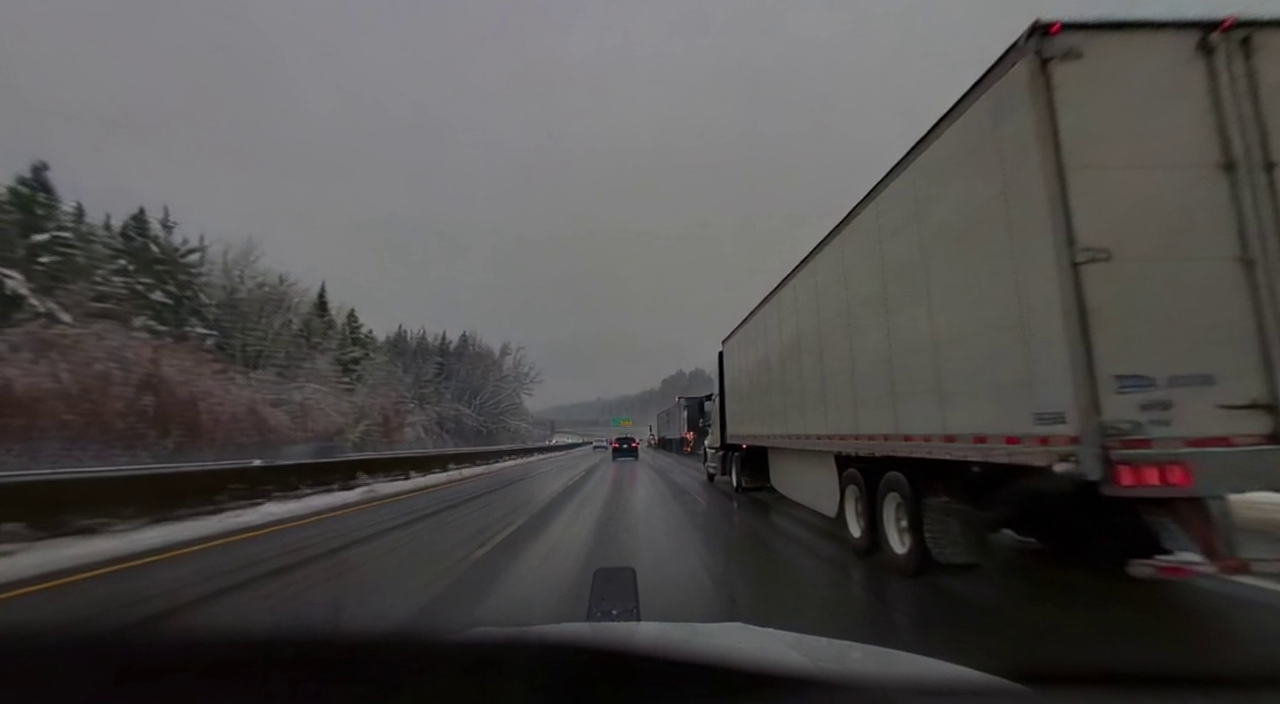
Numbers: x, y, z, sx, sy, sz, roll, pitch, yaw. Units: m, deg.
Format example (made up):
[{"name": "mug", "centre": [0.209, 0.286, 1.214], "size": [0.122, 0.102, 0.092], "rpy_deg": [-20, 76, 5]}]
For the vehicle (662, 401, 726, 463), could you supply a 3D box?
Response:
[{"name": "vehicle", "centre": [3.395, 5.537, 42.864], "size": [2.947, 3.657, 11.192], "rpy_deg": [0, -8, -2]}]

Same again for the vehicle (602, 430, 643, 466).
[{"name": "vehicle", "centre": [-1.007, 5.486, 36.099], "size": [2.211, 1.933, 4.315], "rpy_deg": [0, -8, -2]}]

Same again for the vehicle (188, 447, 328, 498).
[{"name": "vehicle", "centre": [-12.744, 3.991, 21.412], "size": [1.868, 1.481, 4.707], "rpy_deg": [0, -8, -1]}]

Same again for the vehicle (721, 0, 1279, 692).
[{"name": "vehicle", "centre": [4.007, 0.745, 10.725], "size": [3.005, 4.121, 14.417], "rpy_deg": [0, -8, -1]}]
